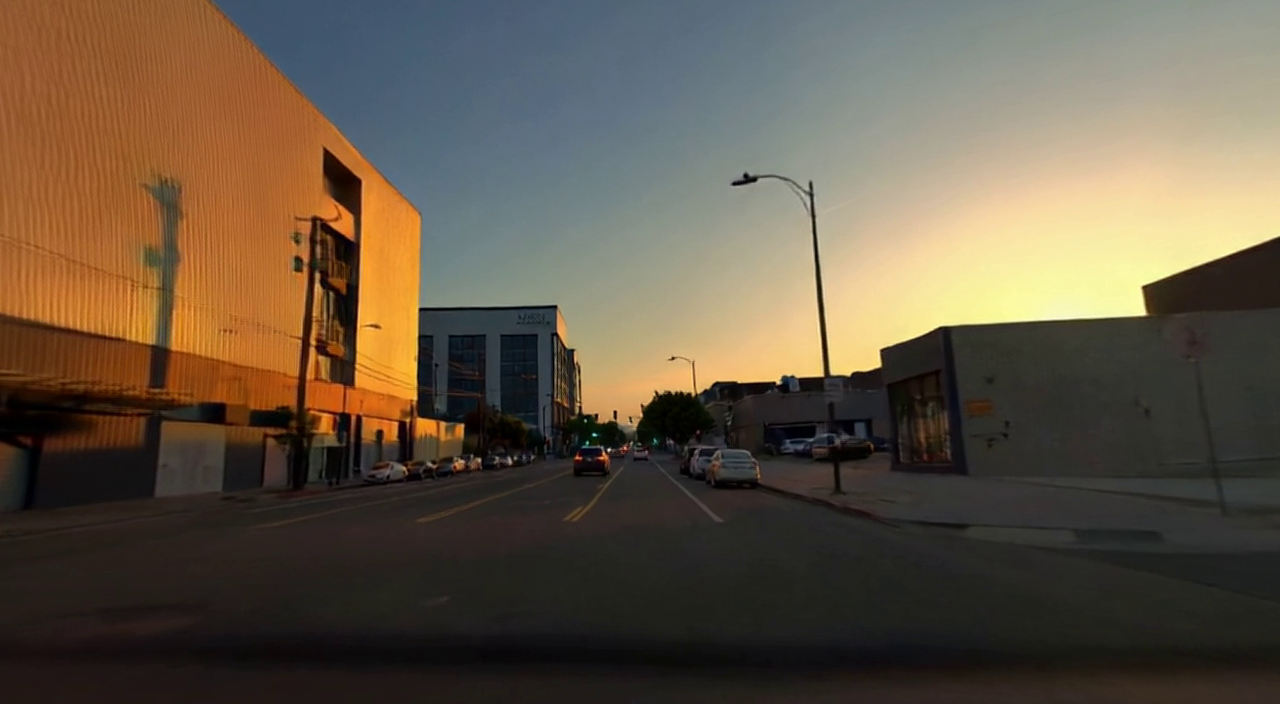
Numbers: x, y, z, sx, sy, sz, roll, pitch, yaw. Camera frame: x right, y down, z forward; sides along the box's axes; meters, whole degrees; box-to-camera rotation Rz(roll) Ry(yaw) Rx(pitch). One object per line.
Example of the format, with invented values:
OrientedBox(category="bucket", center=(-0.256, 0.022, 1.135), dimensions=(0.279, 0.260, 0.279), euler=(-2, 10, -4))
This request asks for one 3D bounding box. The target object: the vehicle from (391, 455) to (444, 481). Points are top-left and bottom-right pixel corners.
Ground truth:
OrientedBox(category="vehicle", center=(-15.697, 8.165, 44.854), dimensions=(2.076, 1.518, 4.981), euler=(-3, -8, -1))

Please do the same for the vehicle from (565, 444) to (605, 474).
OrientedBox(category="vehicle", center=(-3.613, 7.155, 42.671), dimensions=(2.348, 1.831, 4.737), euler=(0, -8, -1))

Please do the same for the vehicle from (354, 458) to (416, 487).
OrientedBox(category="vehicle", center=(-15.663, 7.382, 39.047), dimensions=(1.883, 1.493, 4.880), euler=(-3, -8, -1))

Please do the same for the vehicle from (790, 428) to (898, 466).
OrientedBox(category="vehicle", center=(12.389, 5.753, 38.598), dimensions=(5.603, 1.659, 2.393), euler=(-5, -7, -4))

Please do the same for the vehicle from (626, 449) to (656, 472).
OrientedBox(category="vehicle", center=(0.058, 7.795, 45.657), dimensions=(2.099, 1.470, 4.270), euler=(0, -8, -1))

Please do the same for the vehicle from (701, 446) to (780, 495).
OrientedBox(category="vehicle", center=(3.602, 4.317, 23.536), dimensions=(2.042, 1.487, 5.033), euler=(3, -8, 0))
